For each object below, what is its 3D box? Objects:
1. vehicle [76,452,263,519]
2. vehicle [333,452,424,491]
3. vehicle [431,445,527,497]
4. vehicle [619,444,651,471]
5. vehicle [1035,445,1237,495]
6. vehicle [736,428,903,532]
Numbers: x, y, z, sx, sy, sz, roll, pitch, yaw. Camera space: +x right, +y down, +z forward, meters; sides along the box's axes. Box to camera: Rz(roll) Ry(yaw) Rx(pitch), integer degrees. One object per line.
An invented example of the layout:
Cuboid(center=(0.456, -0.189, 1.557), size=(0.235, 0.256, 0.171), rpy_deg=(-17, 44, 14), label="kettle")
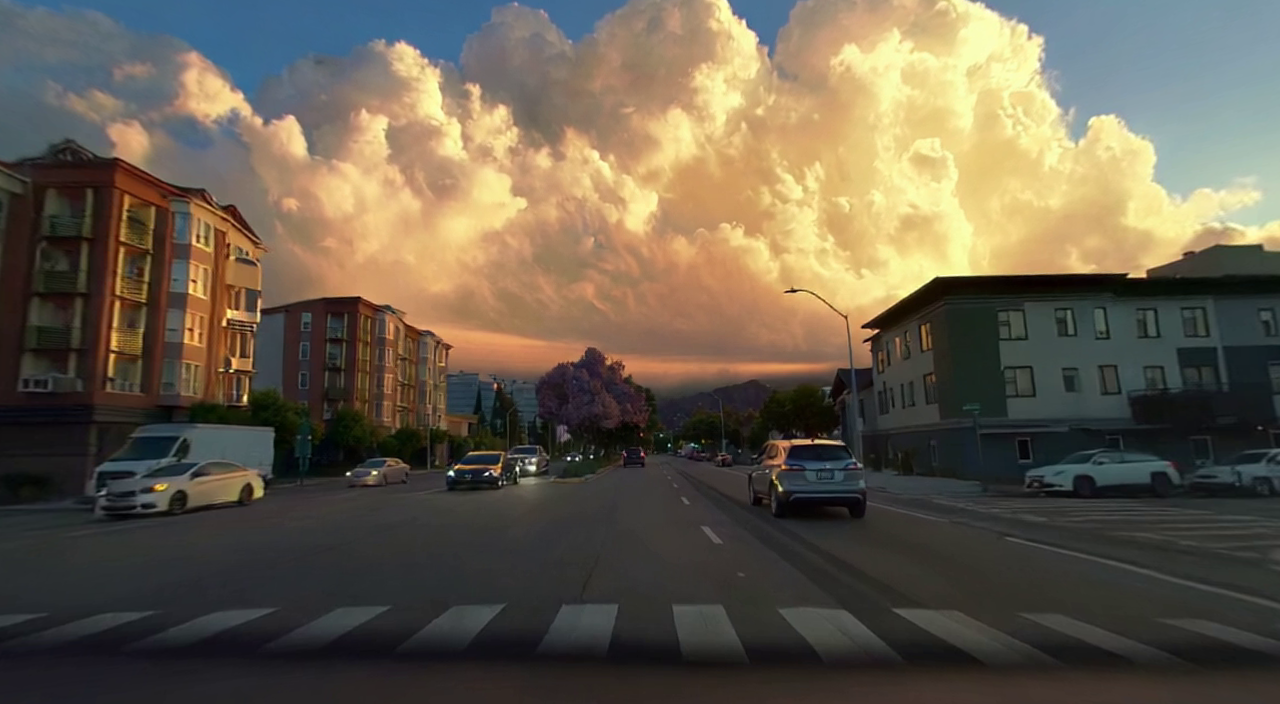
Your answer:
Cuboid(center=(-12.626, 3.558, 17.323), size=(1.886, 1.548, 4.077), rpy_deg=(0, -8, 1), label="vehicle")
Cuboid(center=(-11.341, 5.191, 27.736), size=(1.932, 1.521, 4.738), rpy_deg=(0, -8, 1), label="vehicle")
Cuboid(center=(-5.586, 4.148, 22.493), size=(2.012, 1.501, 4.626), rpy_deg=(-2, -8, 3), label="vehicle")
Cuboid(center=(-0.341, 7.688, 46.114), size=(2.244, 1.813, 4.129), rpy_deg=(0, -8, 0), label="vehicle")
Cuboid(center=(15.860, 3.756, 20.323), size=(4.855, 1.464, 2.100), rpy_deg=(1, -9, -4), label="vehicle")
Cuboid(center=(3.400, 2.516, 13.030), size=(2.071, 1.747, 4.549), rpy_deg=(0, -8, 0), label="vehicle")
